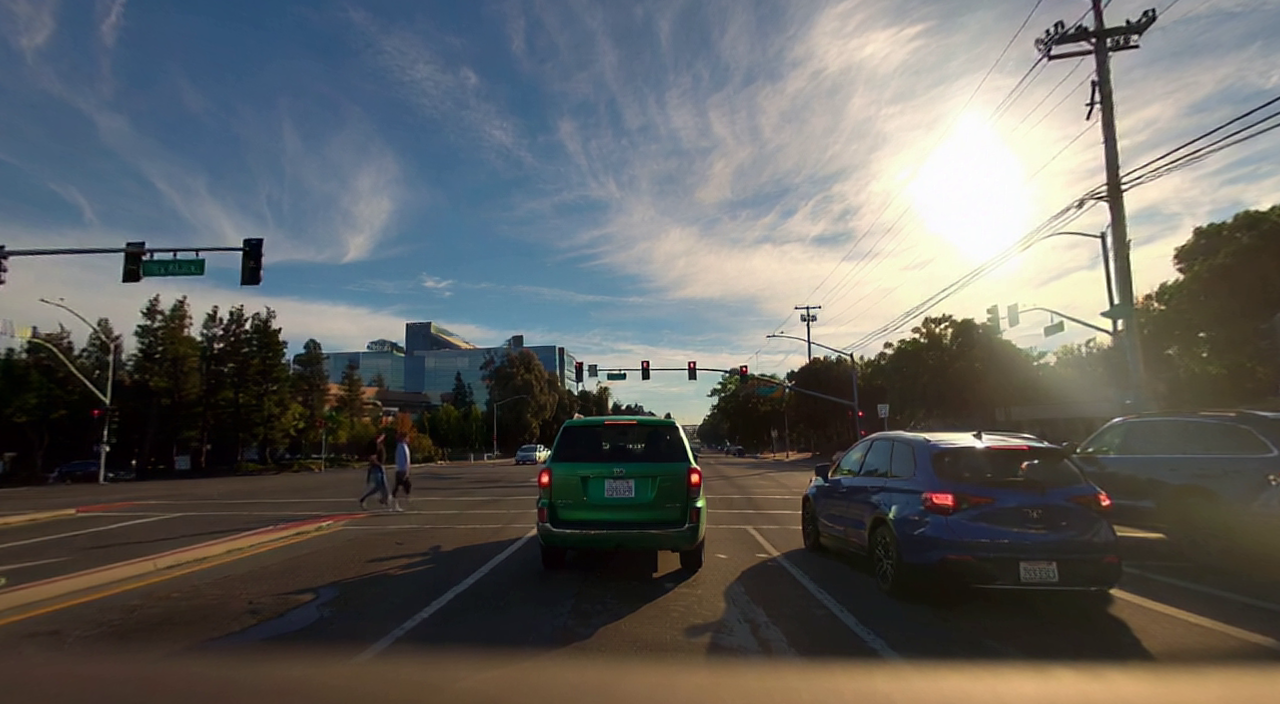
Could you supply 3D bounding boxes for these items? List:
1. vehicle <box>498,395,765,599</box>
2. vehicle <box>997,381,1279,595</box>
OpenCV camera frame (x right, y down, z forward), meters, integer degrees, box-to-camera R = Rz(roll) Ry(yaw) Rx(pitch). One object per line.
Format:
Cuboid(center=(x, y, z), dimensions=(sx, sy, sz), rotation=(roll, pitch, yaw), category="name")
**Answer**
Cuboid(center=(-0.107, 1.565, 7.636), dimensions=(2.285, 1.729, 4.252), rotation=(0, -9, -1), category="vehicle")
Cuboid(center=(6.576, 1.439, 7.235), dimensions=(2.119, 1.827, 4.806), rotation=(0, -9, 0), category="vehicle")
